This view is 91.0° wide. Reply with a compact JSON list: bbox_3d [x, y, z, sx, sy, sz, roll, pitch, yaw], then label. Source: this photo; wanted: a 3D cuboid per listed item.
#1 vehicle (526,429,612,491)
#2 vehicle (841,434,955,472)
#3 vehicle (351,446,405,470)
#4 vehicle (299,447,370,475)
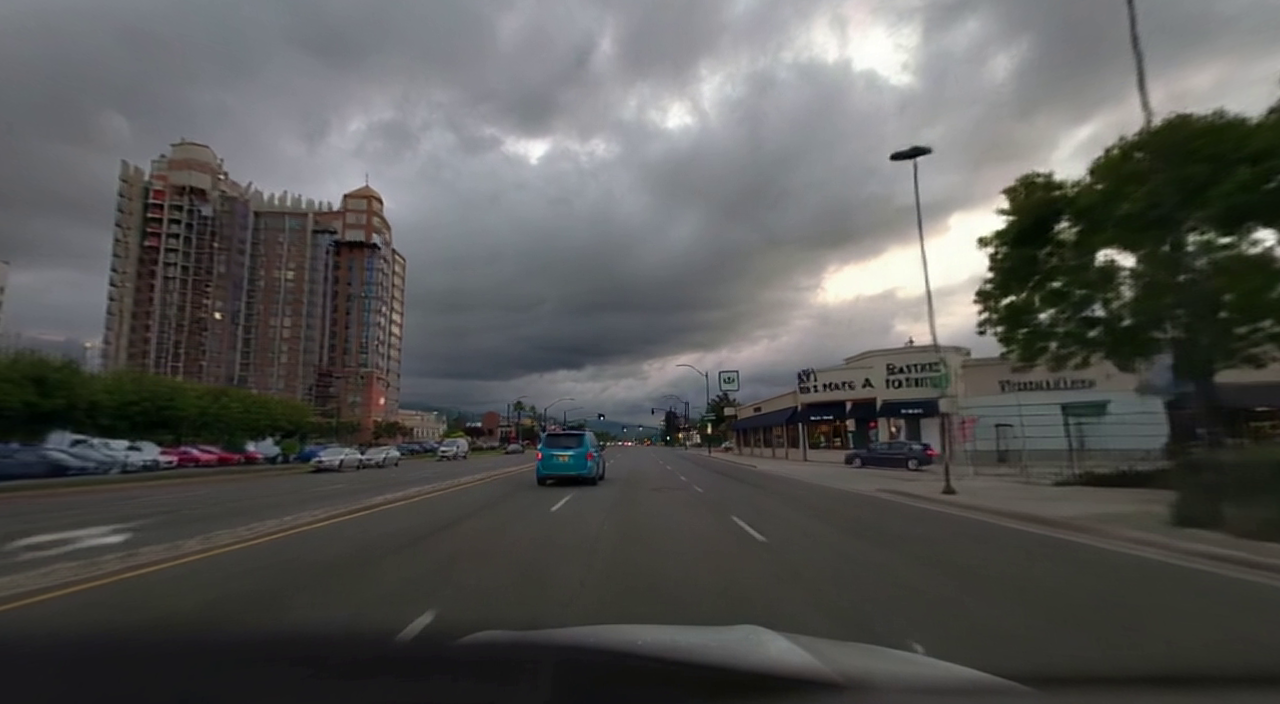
[{"bbox_3d":[-2.073,3.296,19.481,2.080,1.722,3.766,0,-8,2],"label":"vehicle"},{"bbox_3d":[14.853,5.855,36.663,2.589,1.989,5.779,4,-9,-26],"label":"vehicle"},{"bbox_3d":[-17.715,7.186,42.765,1.840,1.508,4.376,0,-8,-1],"label":"vehicle"},{"bbox_3d":[-17.790,6.346,36.896,1.852,1.481,4.660,0,-8,-1],"label":"vehicle"}]
